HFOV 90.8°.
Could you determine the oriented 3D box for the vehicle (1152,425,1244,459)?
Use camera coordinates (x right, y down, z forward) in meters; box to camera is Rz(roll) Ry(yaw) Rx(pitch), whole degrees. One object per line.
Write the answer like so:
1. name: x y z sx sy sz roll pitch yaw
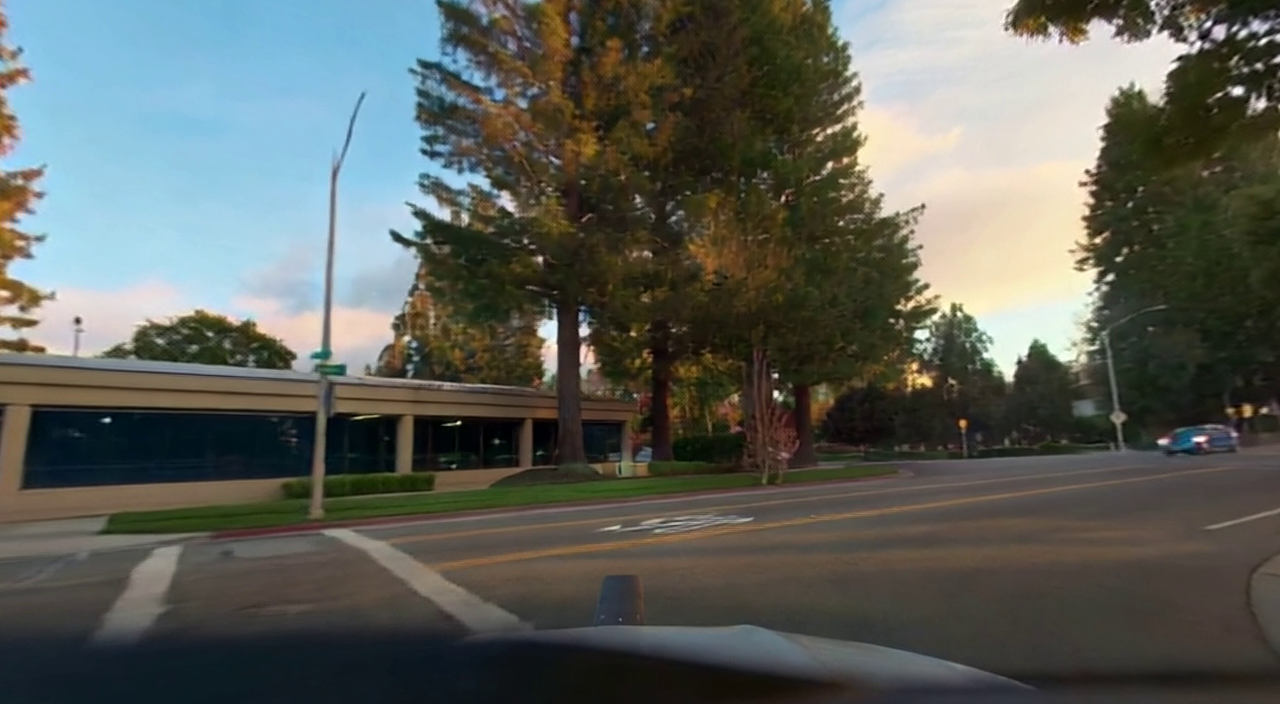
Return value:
1. vehicle: 26.615 4.287 30.100 4.433 1.465 1.926 5 -10 -31
